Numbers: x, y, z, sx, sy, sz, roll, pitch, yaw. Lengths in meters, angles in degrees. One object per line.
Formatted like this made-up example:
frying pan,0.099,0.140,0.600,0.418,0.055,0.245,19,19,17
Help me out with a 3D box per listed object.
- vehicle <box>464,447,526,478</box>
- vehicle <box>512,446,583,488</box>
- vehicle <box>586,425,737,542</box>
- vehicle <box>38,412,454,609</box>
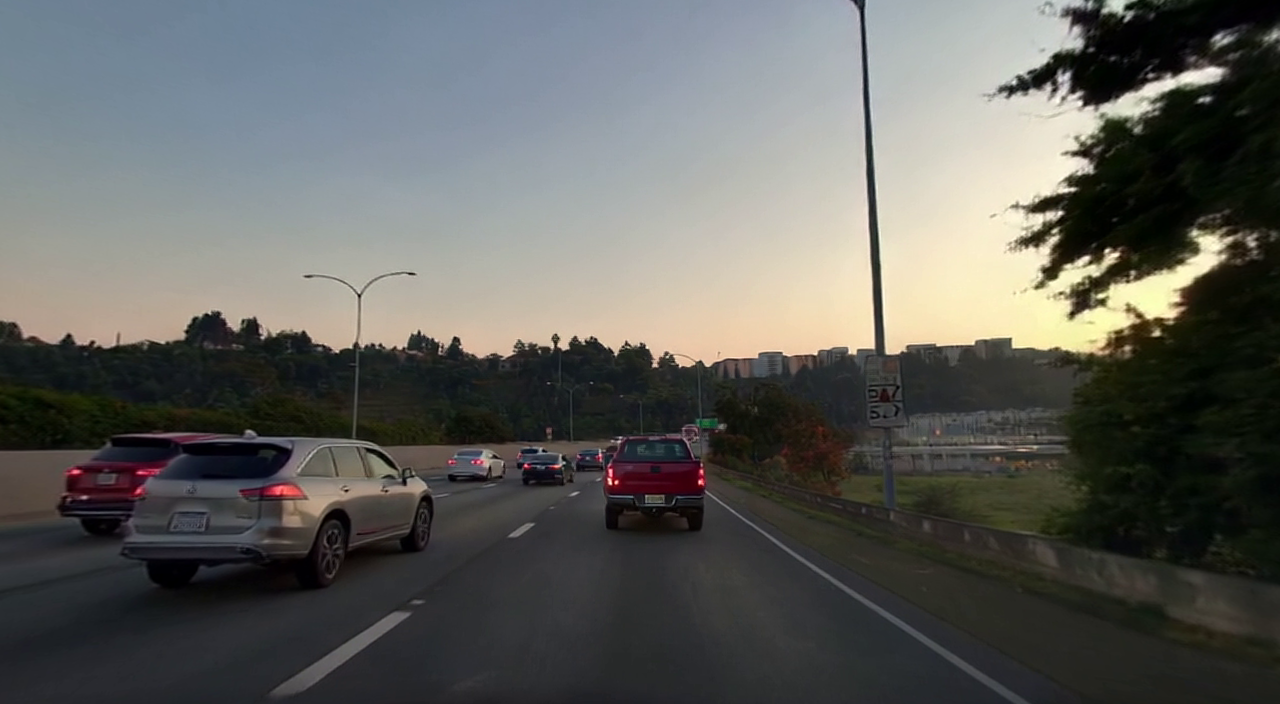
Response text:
vehicle,-7.260,5.576,32.106,1.856,1.459,4.251,-1,-9,4
vehicle,-3.480,4.415,24.562,1.868,1.470,4.105,-1,-9,4
vehicle,0.367,2.302,11.689,2.235,1.716,4.435,0,-9,1
vehicle,-4.105,1.706,7.742,2.076,1.688,4.334,-1,-9,4
